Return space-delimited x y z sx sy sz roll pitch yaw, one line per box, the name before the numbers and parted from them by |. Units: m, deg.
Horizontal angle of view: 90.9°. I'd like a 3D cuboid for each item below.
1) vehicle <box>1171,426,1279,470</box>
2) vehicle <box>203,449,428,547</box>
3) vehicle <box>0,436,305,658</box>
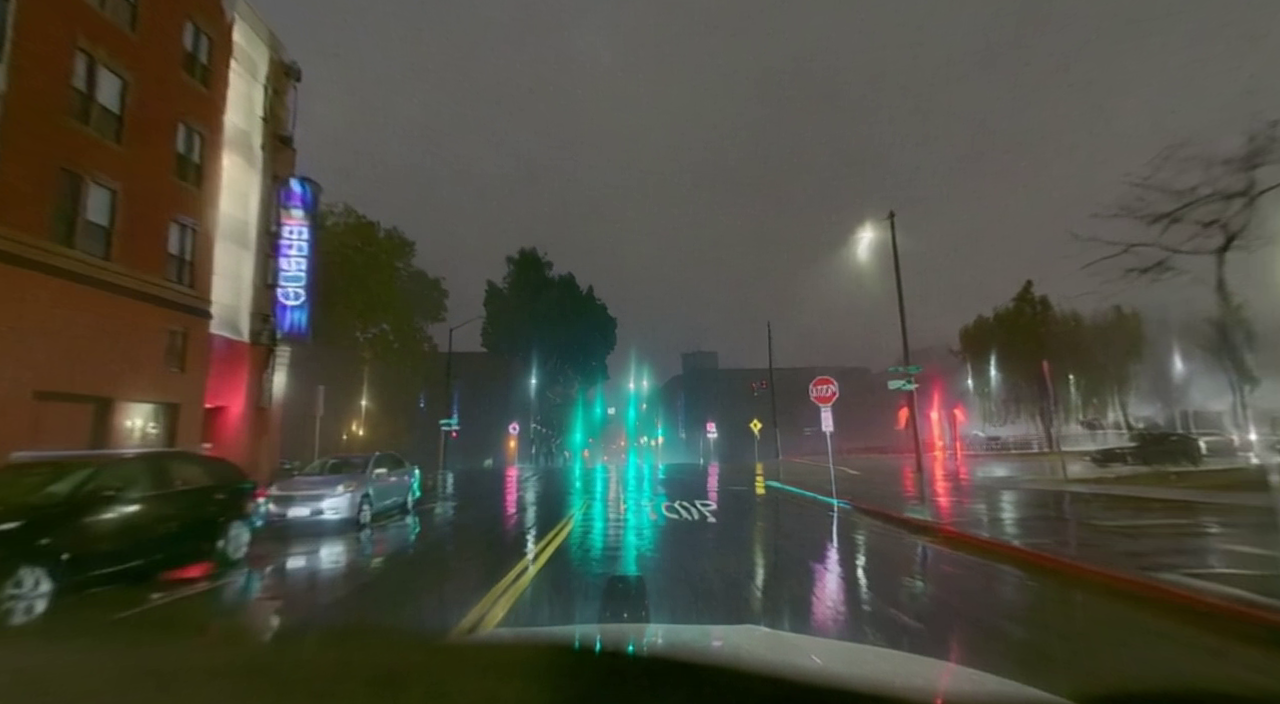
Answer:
vehicle | 22.080 3.431 22.573 4.347 1.476 1.926 0 -9 -1
vehicle | -5.770 2.596 12.004 1.874 1.460 4.495 0 -8 0
vehicle | -5.715 1.737 6.602 1.901 1.631 4.570 0 -8 0
